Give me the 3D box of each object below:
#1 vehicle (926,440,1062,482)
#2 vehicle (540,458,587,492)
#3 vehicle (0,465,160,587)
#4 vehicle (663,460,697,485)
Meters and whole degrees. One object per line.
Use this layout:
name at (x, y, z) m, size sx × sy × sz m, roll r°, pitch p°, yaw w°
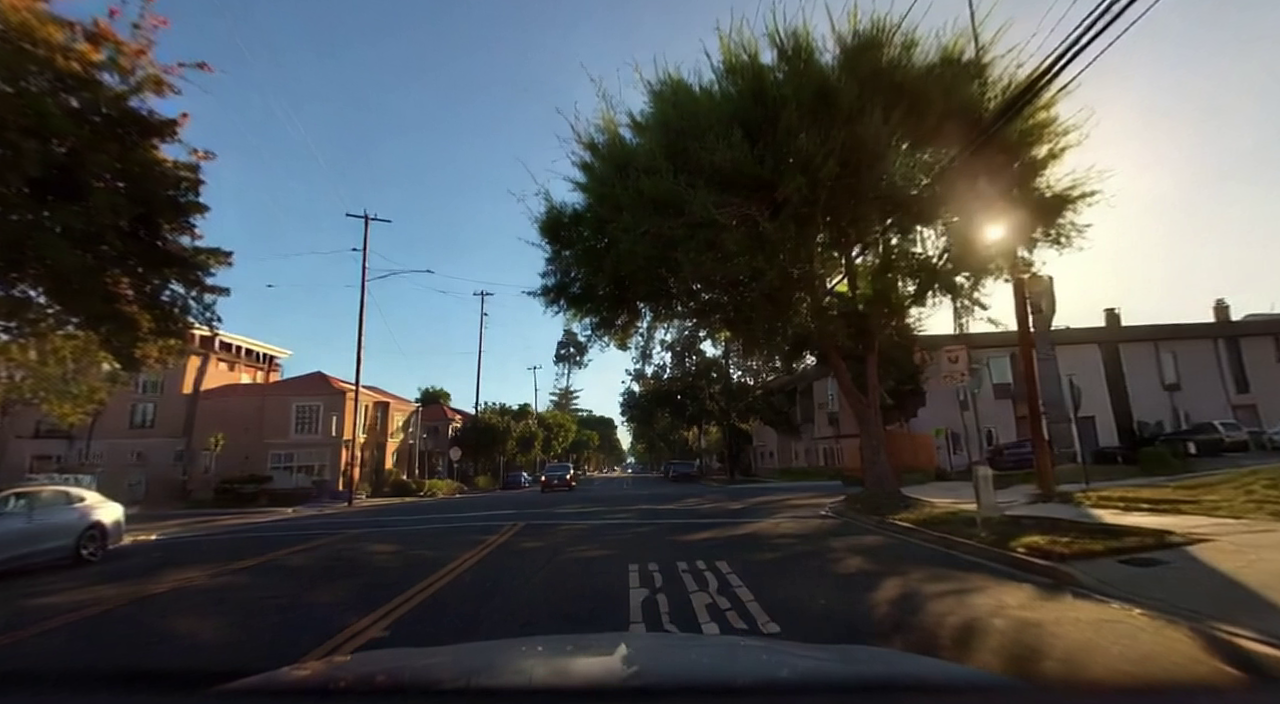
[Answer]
vehicle at (14.945, 4.594, 26.827) m, size 4.609 × 1.660 × 1.900 m, roll 0°, pitch -8°, yaw -3°
vehicle at (-4.167, 6.801, 35.167) m, size 2.108 × 1.651 × 4.176 m, roll 0°, pitch -8°, yaw 0°
vehicle at (-9.423, 2.440, 8.796) m, size 2.000 × 1.495 × 4.687 m, roll -2°, pitch -8°, yaw -3°
vehicle at (3.029, 9.260, 48.799) m, size 2.122 × 1.699 × 4.463 m, roll 0°, pitch -8°, yaw -2°
